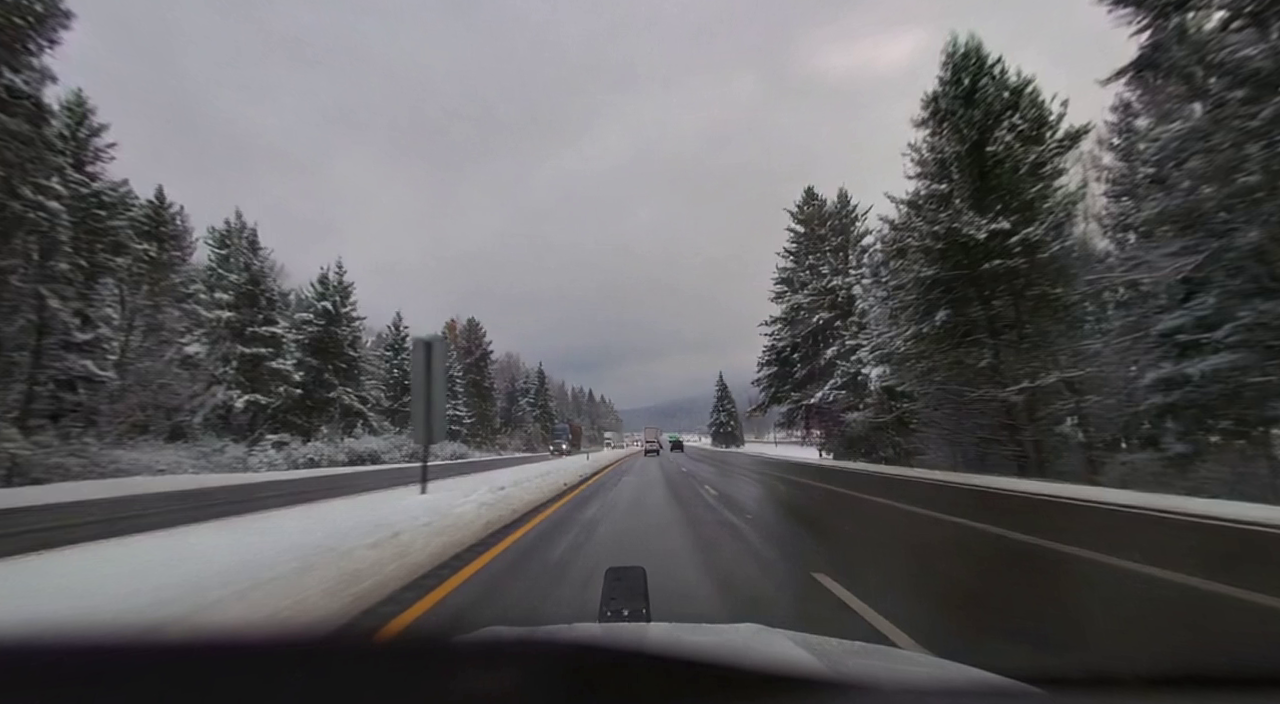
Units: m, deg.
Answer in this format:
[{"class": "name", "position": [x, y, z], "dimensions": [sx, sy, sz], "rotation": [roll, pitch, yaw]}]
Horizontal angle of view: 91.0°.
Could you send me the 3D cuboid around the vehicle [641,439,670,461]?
[{"class": "vehicle", "position": [1.062, 6.946, 44.615], "dimensions": [1.924, 1.498, 3.817], "rotation": [0, -8, 0]}]
